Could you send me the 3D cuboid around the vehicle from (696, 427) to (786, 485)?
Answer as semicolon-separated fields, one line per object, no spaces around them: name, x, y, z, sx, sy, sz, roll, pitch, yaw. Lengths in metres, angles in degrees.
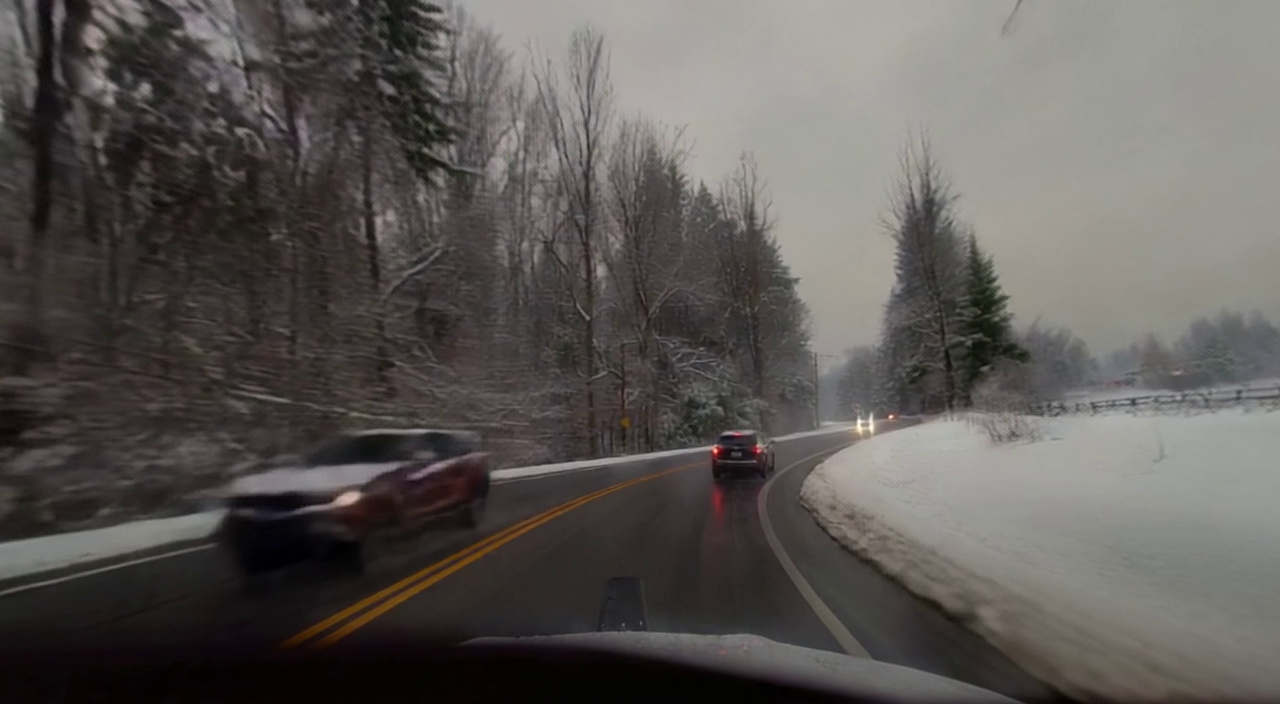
vehicle;3.286;3.213;19.766;2.274;1.583;4.349;-2;-9;15

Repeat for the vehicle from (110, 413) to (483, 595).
vehicle;-3.779;1.723;8.053;2.032;1.654;4.204;-1;-8;7
